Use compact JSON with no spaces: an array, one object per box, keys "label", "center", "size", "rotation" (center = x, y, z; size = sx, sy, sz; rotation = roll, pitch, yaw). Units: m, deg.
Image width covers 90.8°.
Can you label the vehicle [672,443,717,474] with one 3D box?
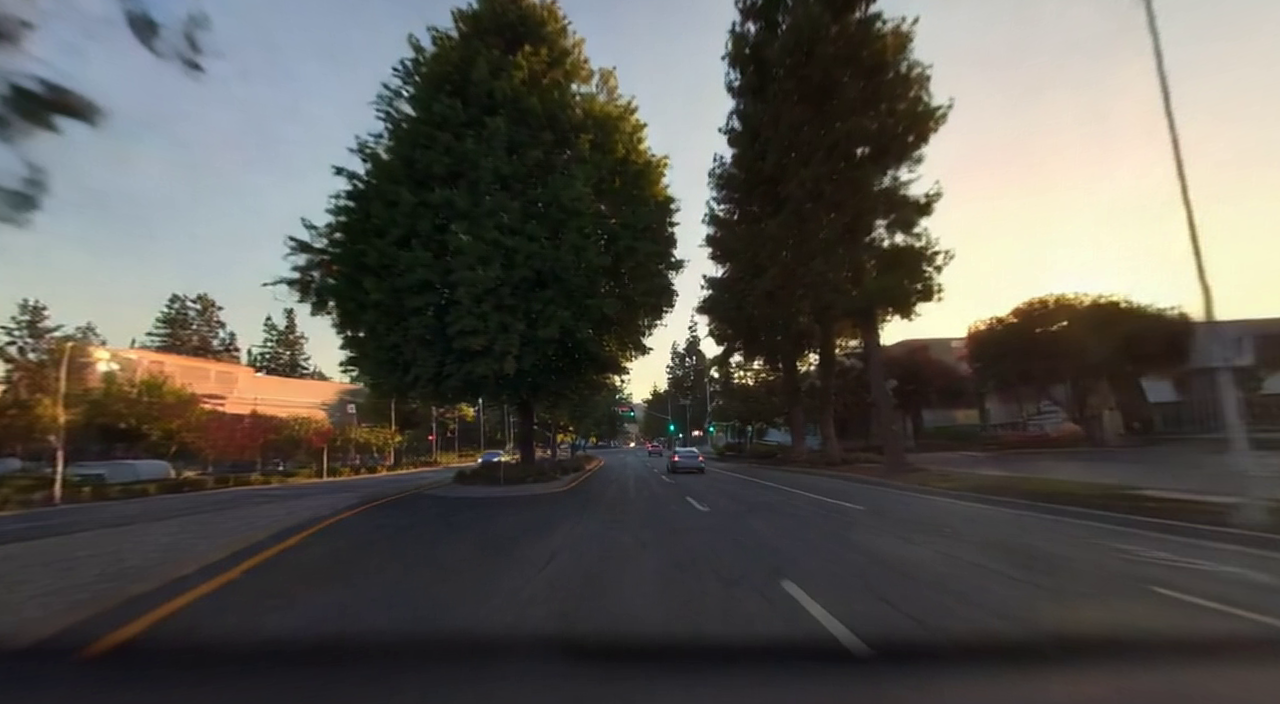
[{"label":"vehicle","center":[2.910,5.749,34.372],"size":[1.961,1.580,4.020],"rotation":[0,-8,-2]}]
